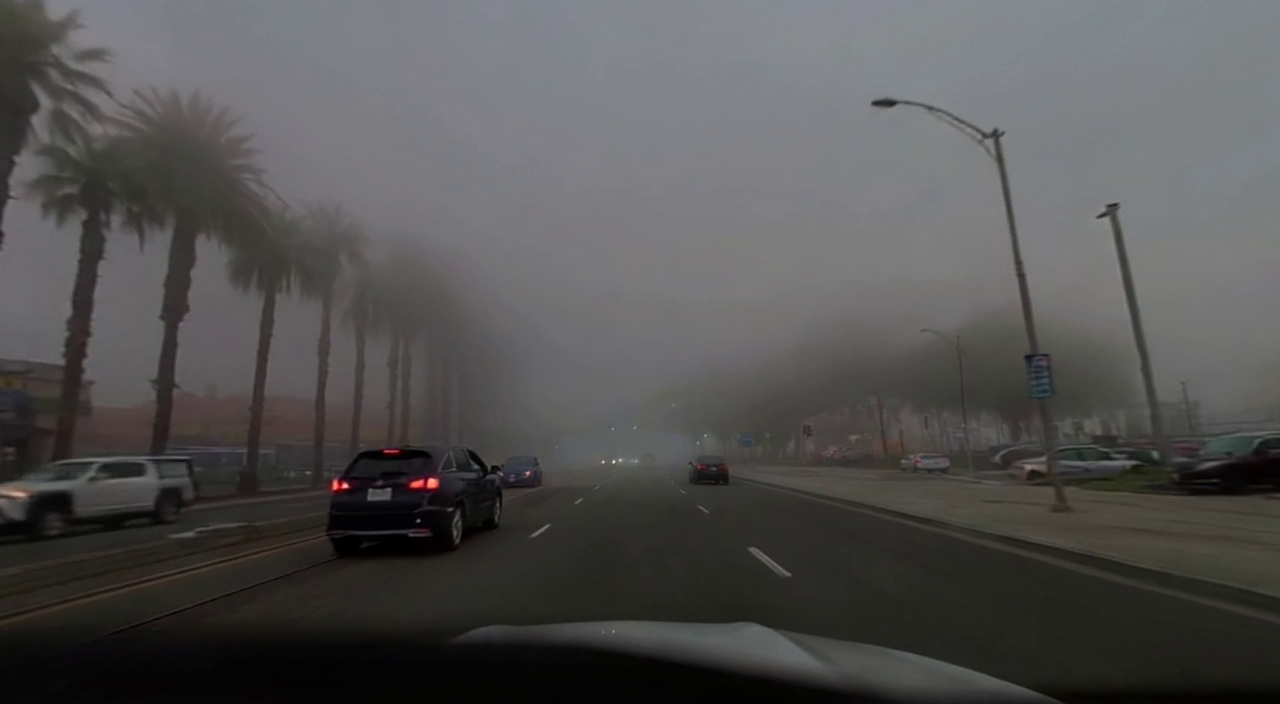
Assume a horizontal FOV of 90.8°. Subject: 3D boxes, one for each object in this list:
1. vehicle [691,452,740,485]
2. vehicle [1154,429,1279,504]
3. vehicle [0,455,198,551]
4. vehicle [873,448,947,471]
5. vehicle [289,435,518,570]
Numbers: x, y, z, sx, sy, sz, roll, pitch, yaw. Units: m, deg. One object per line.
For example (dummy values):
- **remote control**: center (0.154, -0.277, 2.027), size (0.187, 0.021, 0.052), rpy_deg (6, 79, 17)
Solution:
- **vehicle**: center (3.662, 5.715, 31.207), size (1.889, 1.448, 4.262), rpy_deg (0, -9, 0)
- **vehicle**: center (15.454, 2.727, 15.212), size (4.298, 1.646, 1.999), rpy_deg (0, -9, 1)
- **vehicle**: center (-11.373, 2.842, 12.489), size (1.940, 1.550, 4.525), rpy_deg (-1, -10, 1)
- **vehicle**: center (18.192, 7.197, 42.557), size (4.750, 1.478, 1.998), rpy_deg (5, -10, -29)
- **vehicle**: center (-3.147, 2.072, 9.474), size (2.021, 1.550, 4.090), rpy_deg (1, -9, -3)
